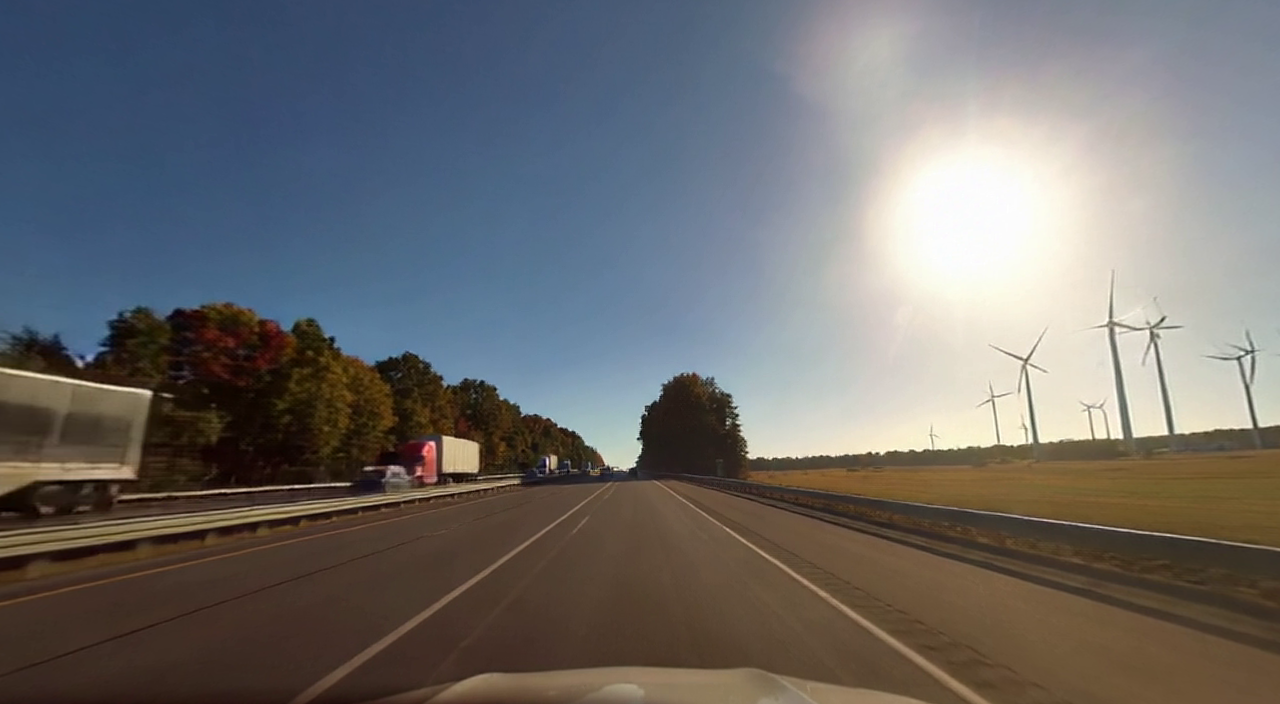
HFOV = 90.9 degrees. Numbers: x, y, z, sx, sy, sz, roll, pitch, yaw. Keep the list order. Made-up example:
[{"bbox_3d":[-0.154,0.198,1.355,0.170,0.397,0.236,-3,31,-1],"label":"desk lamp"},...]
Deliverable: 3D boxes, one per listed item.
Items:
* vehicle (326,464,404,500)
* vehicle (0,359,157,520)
[{"bbox_3d":[-12.430,5.888,28.737,1.734,1.516,4.031,1,-10,0],"label":"vehicle"},{"bbox_3d":[-16.710,1.643,12.713,2.814,3.790,14.222,1,-10,-1],"label":"vehicle"}]
